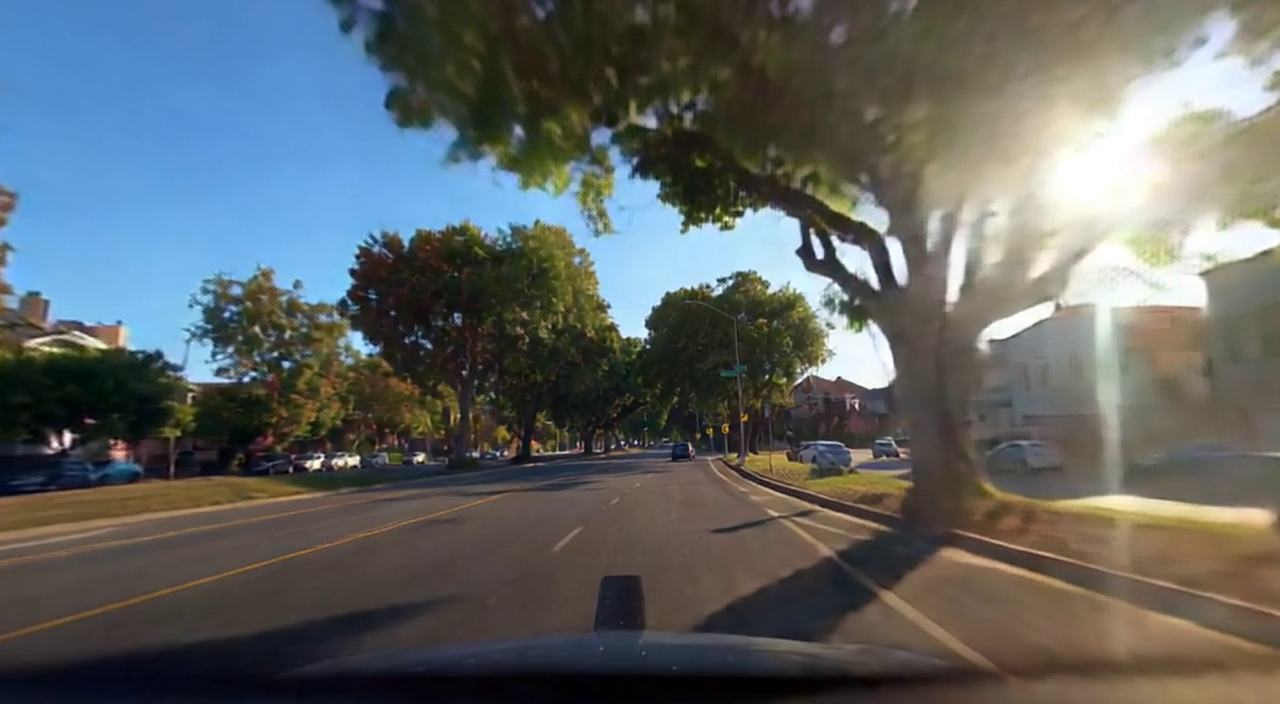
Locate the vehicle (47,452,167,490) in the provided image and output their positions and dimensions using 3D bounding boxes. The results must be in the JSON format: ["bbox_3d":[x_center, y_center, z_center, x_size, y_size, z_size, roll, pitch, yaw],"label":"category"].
[{"bbox_3d":[-27.799,6.200,33.211,2.032,1.799,4.636,-1,-8,4],"label":"vehicle"}]

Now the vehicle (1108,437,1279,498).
[{"bbox_3d":[16.355,3.276,18.401,1.945,1.531,4.589,0,-8,0],"label":"vehicle"}]

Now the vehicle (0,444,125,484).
[{"bbox_3d":[-33.329,6.334,35.979,5.871,2.184,2.518,-1,-8,5],"label":"vehicle"}]

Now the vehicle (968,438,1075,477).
[{"bbox_3d":[16.497,4.564,27.638,1.940,1.556,4.542,-1,-8,2],"label":"vehicle"}]

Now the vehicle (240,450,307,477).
[{"bbox_3d":[-26.703,8.187,46.206,1.983,1.691,4.336,-4,-13,4],"label":"vehicle"}]

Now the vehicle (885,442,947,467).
[{"bbox_3d":[17.341,6.446,39.940,1.969,1.465,4.930,-1,-8,4],"label":"vehicle"}]

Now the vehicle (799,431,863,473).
[{"bbox_3d":[10.121,5.443,33.867,1.923,1.741,4.683,-4,-13,0],"label":"vehicle"}]
